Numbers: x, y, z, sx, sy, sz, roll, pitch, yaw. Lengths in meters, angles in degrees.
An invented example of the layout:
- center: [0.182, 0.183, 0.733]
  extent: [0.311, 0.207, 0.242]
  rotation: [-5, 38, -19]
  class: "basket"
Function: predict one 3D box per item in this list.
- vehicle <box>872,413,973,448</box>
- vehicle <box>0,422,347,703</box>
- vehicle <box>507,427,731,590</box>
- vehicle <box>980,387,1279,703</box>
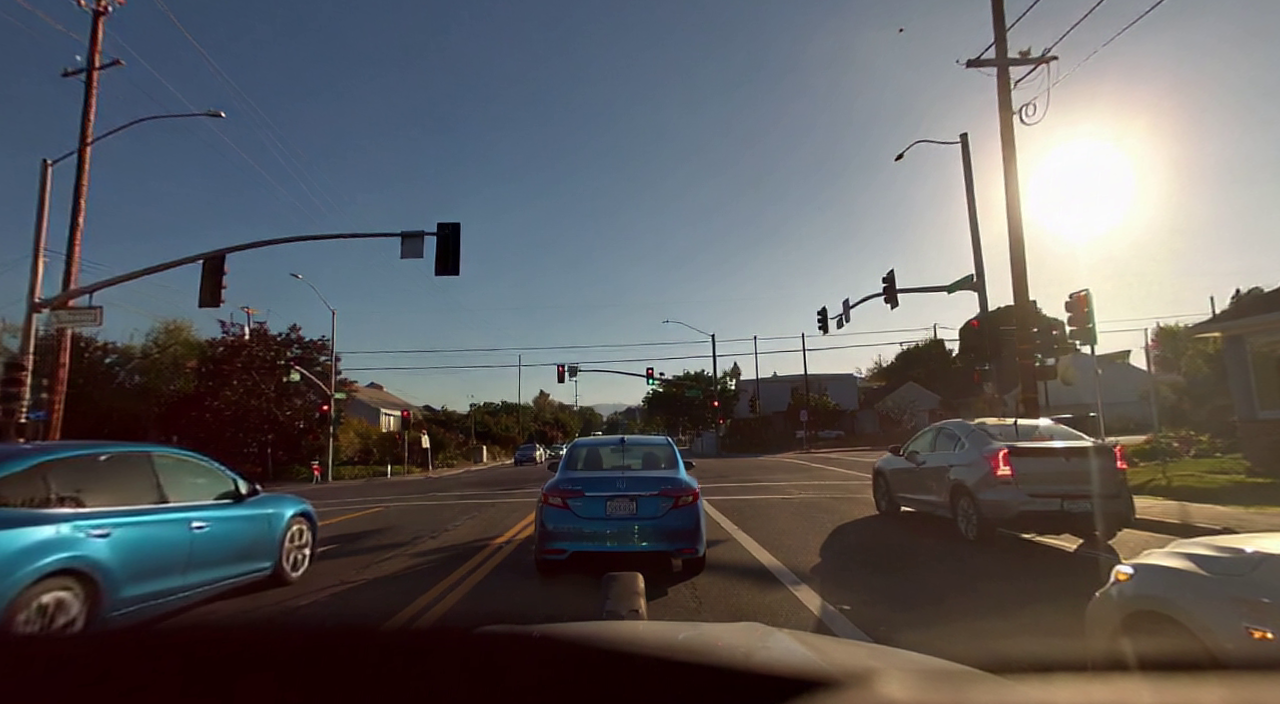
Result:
- center: [15.114, 4.241, 33.995]
  extent: [4.431, 1.555, 1.886]
  rotation: [-4, -9, 2]
  class: "vehicle"
- center: [-4.383, 1.352, 4.877]
  extent: [2.106, 1.492, 4.312]
  rotation: [0, -8, 1]
  class: "vehicle"
- center: [-0.225, 1.753, 7.986]
  extent: [2.061, 1.485, 4.196]
  rotation: [0, -8, -1]
  class: "vehicle"
- center: [2.924, 0.839, 1.785]
  extent: [1.860, 1.494, 3.707]
  rotation: [0, -8, 1]
  class: "vehicle"
